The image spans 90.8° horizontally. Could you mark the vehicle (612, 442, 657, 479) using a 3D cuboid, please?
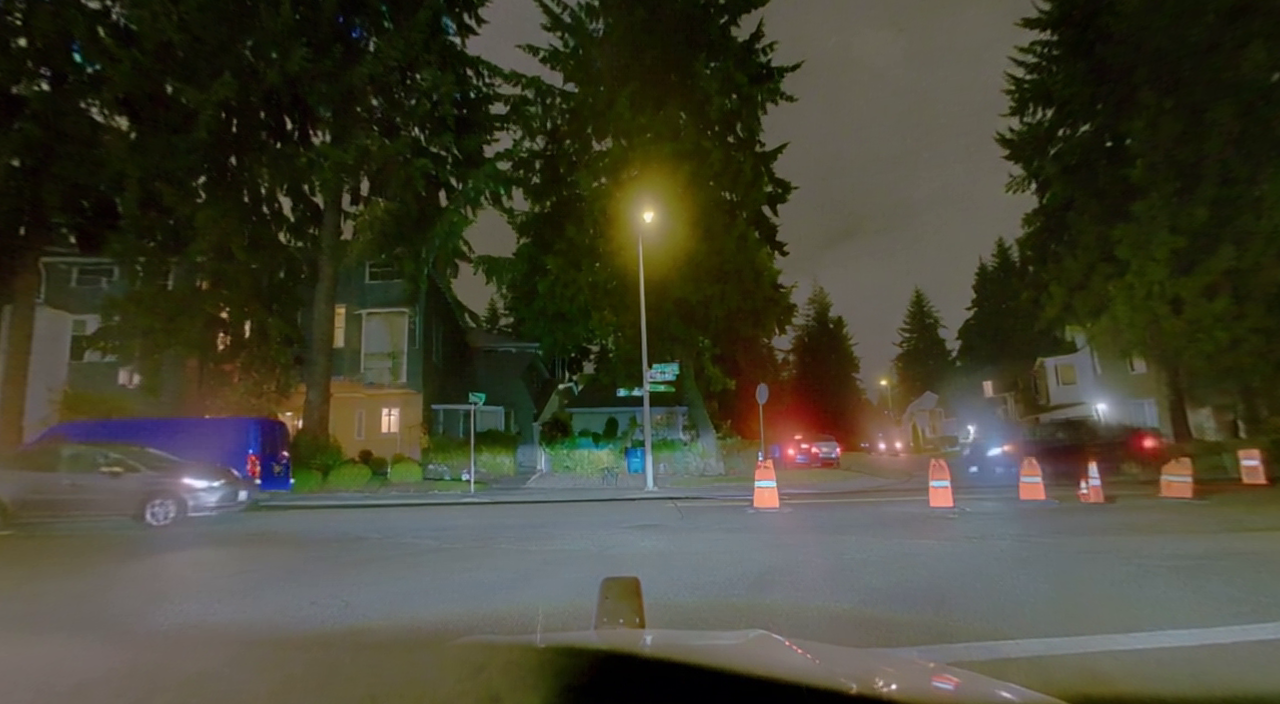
[{"bbox_3d":[-0.302,4.756,27.931,1.648,1.430,3.654,4,-9,-4],"label":"vehicle"}]

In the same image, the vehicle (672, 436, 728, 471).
[{"bbox_3d":[2.593,4.538,28.373,1.745,1.461,4.074,1,-8,-6],"label":"vehicle"}]

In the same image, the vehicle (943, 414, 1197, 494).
[{"bbox_3d":[10.804,2.587,16.162,5.047,1.851,2.103,1,-9,-5],"label":"vehicle"}]

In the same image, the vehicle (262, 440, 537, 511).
[{"bbox_3d":[-6.382,3.400,17.817,6.643,1.777,2.925,1,-8,-5],"label":"vehicle"}]

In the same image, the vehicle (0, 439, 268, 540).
[{"bbox_3d":[-9.495,2.312,10.997,4.684,1.556,2.087,0,-8,-1],"label":"vehicle"}]

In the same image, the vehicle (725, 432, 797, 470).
[{"bbox_3d":[5.340,4.462,28.494,2.007,1.555,4.204,1,-9,-7],"label":"vehicle"}]

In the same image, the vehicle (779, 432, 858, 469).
[{"bbox_3d":[8.063,4.493,28.946,1.893,1.529,4.422,1,-9,-7],"label":"vehicle"}]
